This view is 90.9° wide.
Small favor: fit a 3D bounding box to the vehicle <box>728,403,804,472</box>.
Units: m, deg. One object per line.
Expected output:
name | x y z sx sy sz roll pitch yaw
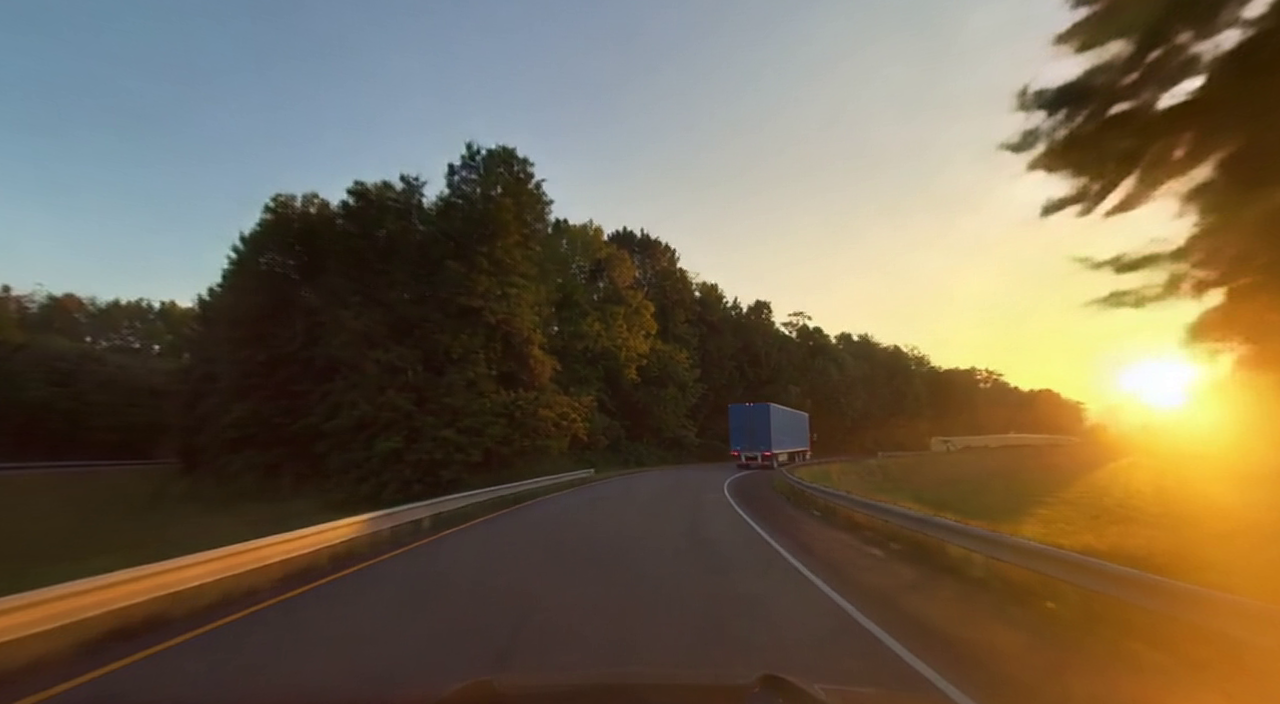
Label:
vehicle | 9.427 6.323 45.429 3.087 4.178 13.682 -3 -10 20
